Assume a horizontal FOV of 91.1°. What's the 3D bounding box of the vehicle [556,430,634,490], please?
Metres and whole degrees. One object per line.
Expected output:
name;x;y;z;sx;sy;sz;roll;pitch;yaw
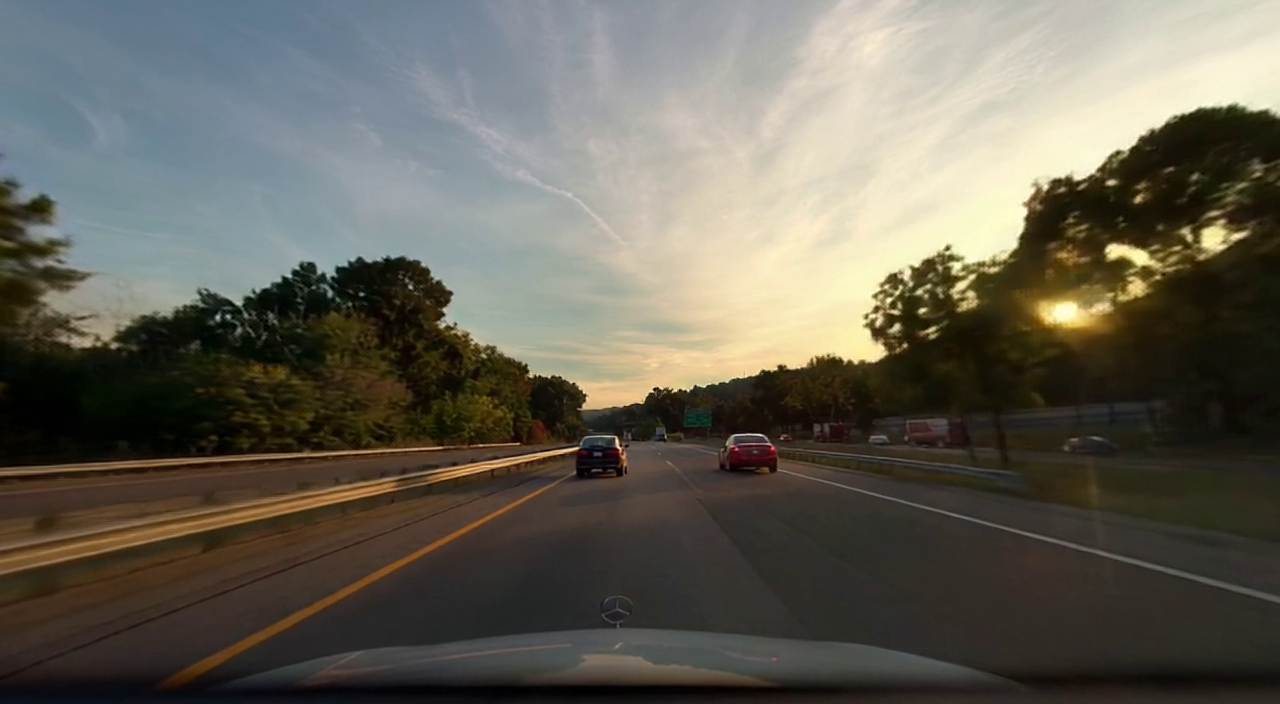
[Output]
vehicle;-1.139;2.946;17.608;1.897;1.479;3.724;0;-8;0

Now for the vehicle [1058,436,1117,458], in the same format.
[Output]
vehicle;30.501;6.437;42.931;1.735;1.441;3.832;-1;-8;10

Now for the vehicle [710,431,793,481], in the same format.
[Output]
vehicle;3.625;3.441;21.273;2.010;1.508;4.285;0;-8;-1
